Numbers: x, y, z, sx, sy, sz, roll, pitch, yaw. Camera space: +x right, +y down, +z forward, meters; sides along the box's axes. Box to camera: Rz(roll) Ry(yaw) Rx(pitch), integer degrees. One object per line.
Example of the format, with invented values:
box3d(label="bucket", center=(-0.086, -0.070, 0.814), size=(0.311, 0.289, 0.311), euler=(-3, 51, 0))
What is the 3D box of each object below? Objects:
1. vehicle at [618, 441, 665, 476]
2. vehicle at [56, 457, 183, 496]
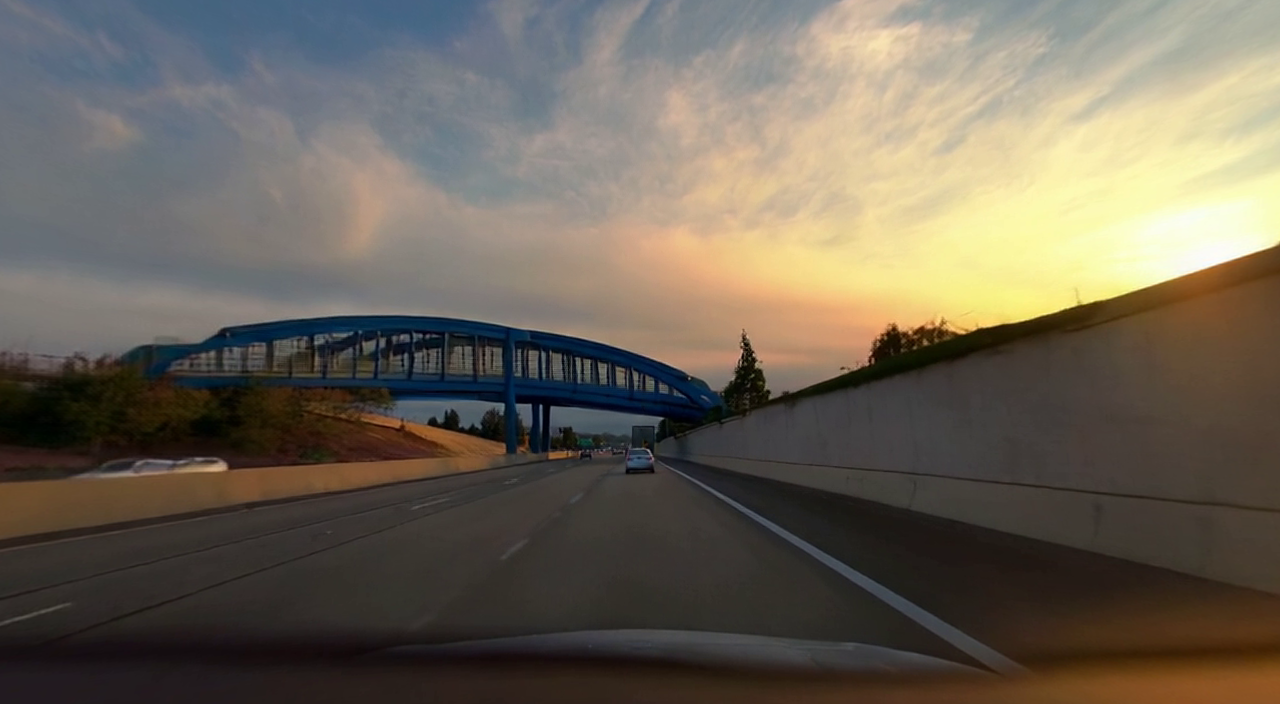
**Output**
box3d(label="vehicle", center=(0.037, 5.623, 33.576), size=(2.299, 1.716, 4.579), euler=(0, -9, -1))
box3d(label="vehicle", center=(-21.750, 5.174, 26.601), size=(1.807, 1.436, 4.163), euler=(0, -9, -1))
